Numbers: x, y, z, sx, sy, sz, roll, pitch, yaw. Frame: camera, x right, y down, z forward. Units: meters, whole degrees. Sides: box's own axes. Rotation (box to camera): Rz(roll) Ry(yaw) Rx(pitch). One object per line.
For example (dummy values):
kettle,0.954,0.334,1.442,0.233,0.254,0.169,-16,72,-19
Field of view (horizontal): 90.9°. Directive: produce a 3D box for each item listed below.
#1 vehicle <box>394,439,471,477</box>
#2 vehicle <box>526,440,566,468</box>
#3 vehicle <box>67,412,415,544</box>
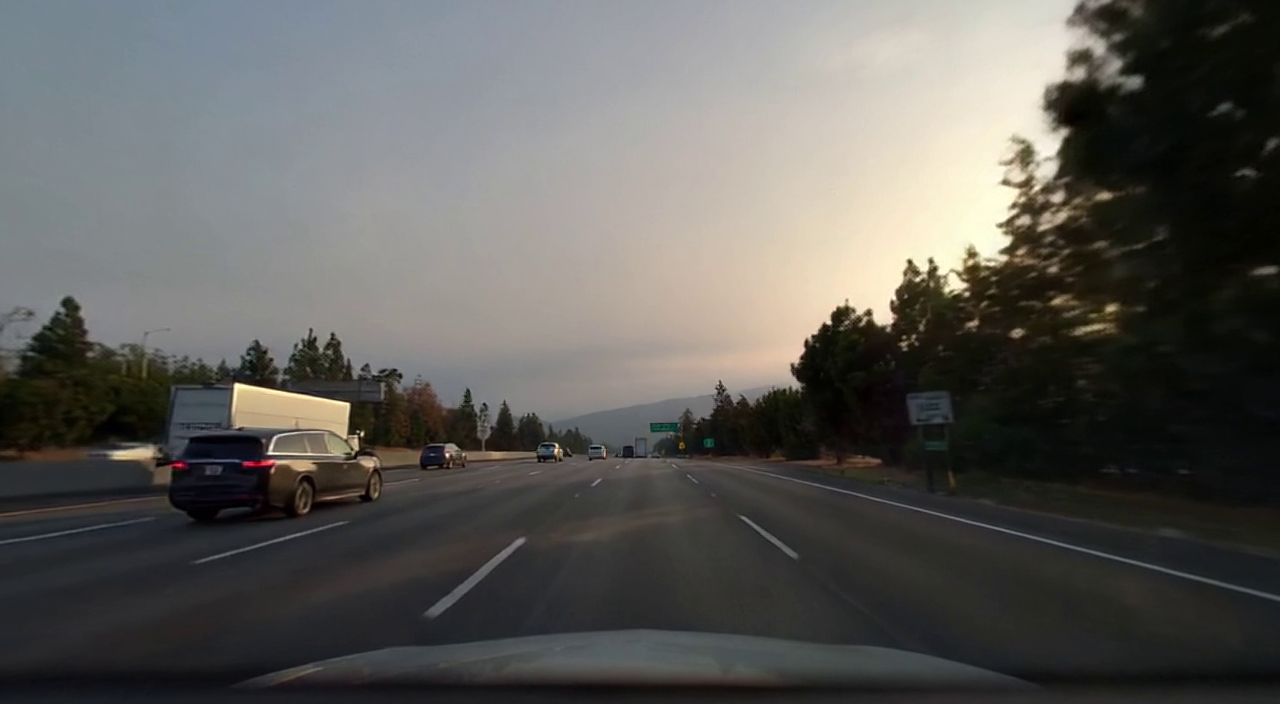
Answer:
vehicle,-9.813,5.035,30.231,2.060,1.662,4.469,0,-8,1
vehicle,-6.254,6.814,42.455,2.009,1.735,4.358,0,-8,0
vehicle,-6.565,2.160,11.773,2.403,1.773,6.276,0,-8,0
